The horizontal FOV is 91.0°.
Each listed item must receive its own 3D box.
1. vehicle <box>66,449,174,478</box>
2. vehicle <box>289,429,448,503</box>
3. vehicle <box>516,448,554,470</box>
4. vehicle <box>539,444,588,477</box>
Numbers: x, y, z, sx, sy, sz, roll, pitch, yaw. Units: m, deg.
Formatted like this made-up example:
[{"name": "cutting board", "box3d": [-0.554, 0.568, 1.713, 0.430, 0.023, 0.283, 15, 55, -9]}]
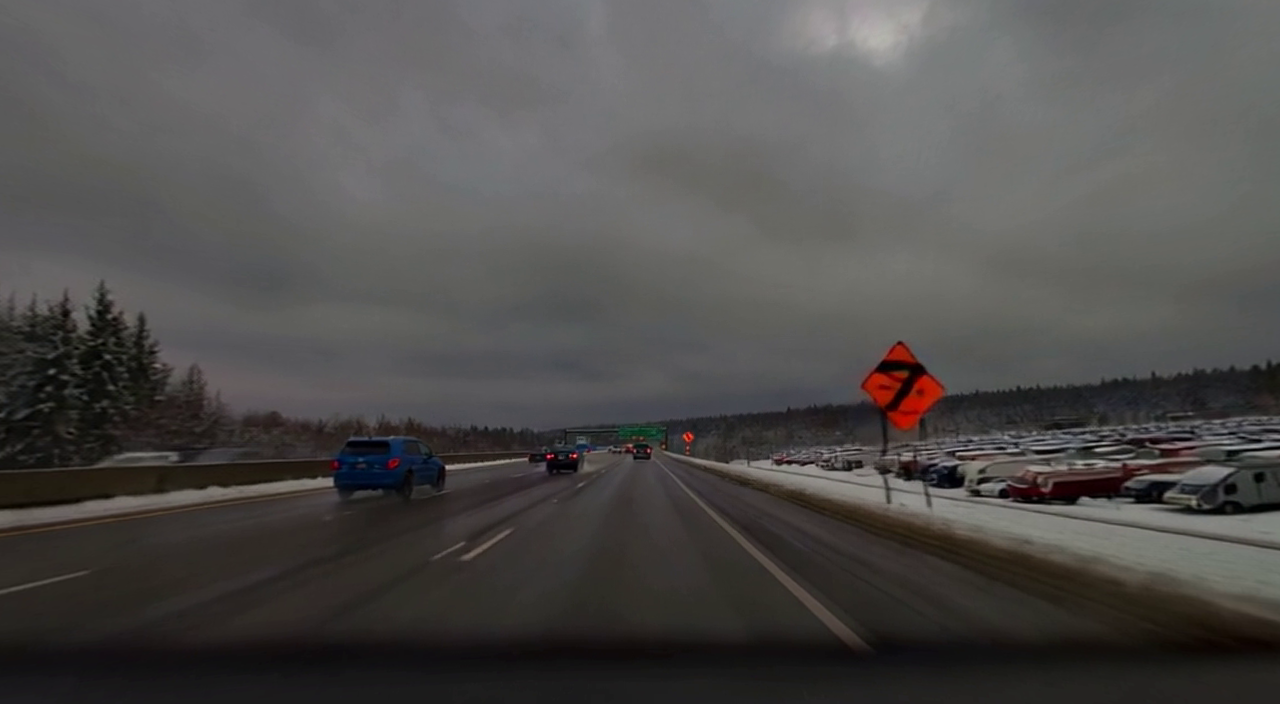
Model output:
[{"name": "vehicle", "box3d": [-36.690, 7.853, 44.721, 2.283, 1.840, 6.279, 0, -9, 1]}, {"name": "vehicle", "box3d": [-7.515, 3.224, 18.253, 2.159, 1.807, 5.422, 0, -9, 0]}, {"name": "vehicle", "box3d": [-7.627, 7.794, 46.063, 1.991, 1.538, 4.360, 0, -9, 0]}, {"name": "vehicle", "box3d": [-4.044, 5.816, 33.985, 2.070, 1.665, 4.213, 0, -9, 1]}]
